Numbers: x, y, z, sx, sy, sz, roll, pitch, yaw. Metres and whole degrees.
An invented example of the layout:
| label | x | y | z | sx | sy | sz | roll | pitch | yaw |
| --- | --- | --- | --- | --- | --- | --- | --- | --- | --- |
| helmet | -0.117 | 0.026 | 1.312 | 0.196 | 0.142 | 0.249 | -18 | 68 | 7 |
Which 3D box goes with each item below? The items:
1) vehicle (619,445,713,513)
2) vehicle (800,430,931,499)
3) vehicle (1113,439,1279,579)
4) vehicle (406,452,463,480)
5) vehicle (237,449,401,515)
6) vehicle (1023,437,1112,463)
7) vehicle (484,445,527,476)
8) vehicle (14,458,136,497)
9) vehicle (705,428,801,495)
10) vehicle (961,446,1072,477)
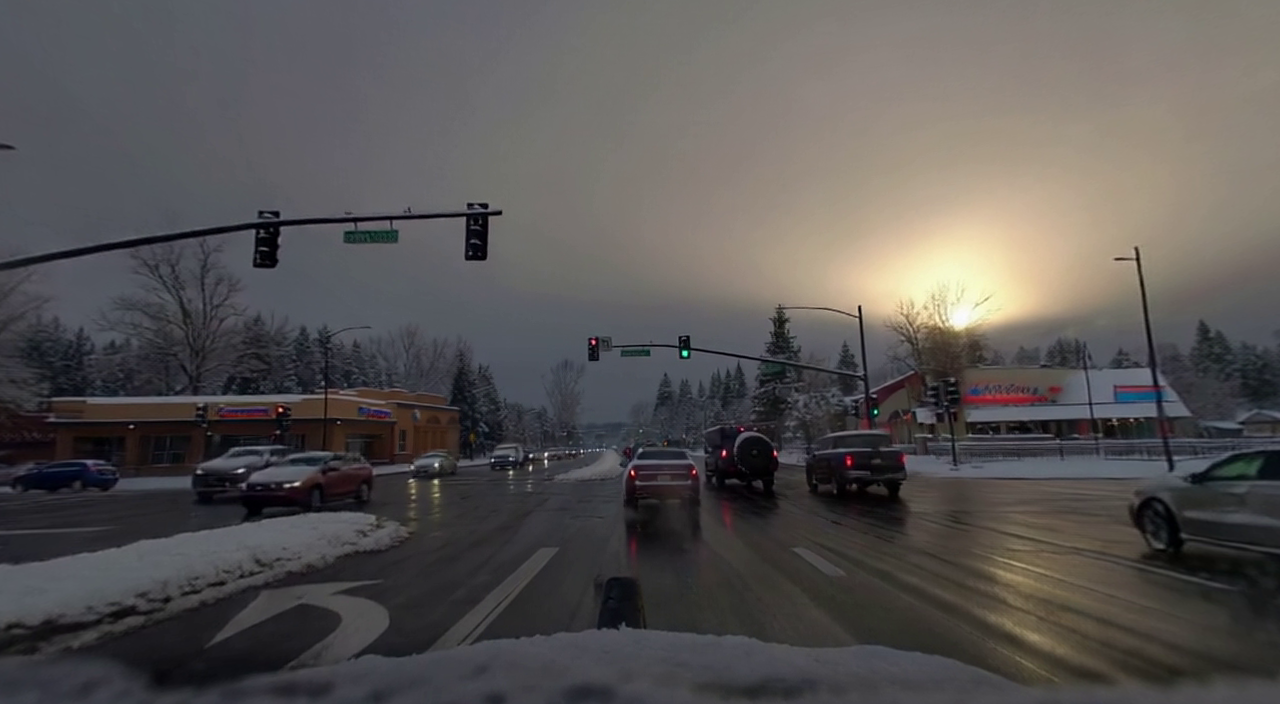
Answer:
| label | x | y | z | sx | sy | sz | roll | pitch | yaw |
| --- | --- | --- | --- | --- | --- | --- | --- | --- | --- |
| vehicle | 0.525 | 3.040 | 15.638 | 2.038 | 1.447 | 3.756 | 0 | -8 | -1 |
| vehicle | 7.285 | 3.684 | 21.139 | 2.323 | 2.009 | 5.266 | 0 | -8 | -1 |
| vehicle | 7.878 | 1.714 | 6.907 | 1.905 | 1.498 | 4.463 | 0 | -8 | 0 |
| vehicle | -12.425 | 6.891 | 38.467 | 1.969 | 1.486 | 4.773 | 0 | -8 | -1 |
| vehicle | -8.191 | 3.310 | 16.666 | 2.002 | 1.469 | 4.301 | 0 | -8 | 1 |
| vehicle | 31.436 | 7.221 | 46.474 | 4.885 | 1.883 | 2.107 | 0 | -8 | 2 |
| vehicle | -8.291 | 6.678 | 39.213 | 1.904 | 1.789 | 4.021 | 0 | -8 | -1 |
| vehicle | -29.059 | 6.418 | 32.496 | 4.789 | 1.828 | 2.025 | -2 | -9 | 11 |
| vehicle | 3.859 | 3.864 | 22.686 | 2.358 | 2.116 | 5.328 | 0 | -8 | -1 |
| vehicle | 18.464 | 5.374 | 31.060 | 4.227 | 1.460 | 1.777 | 0 | -8 | 2 |
